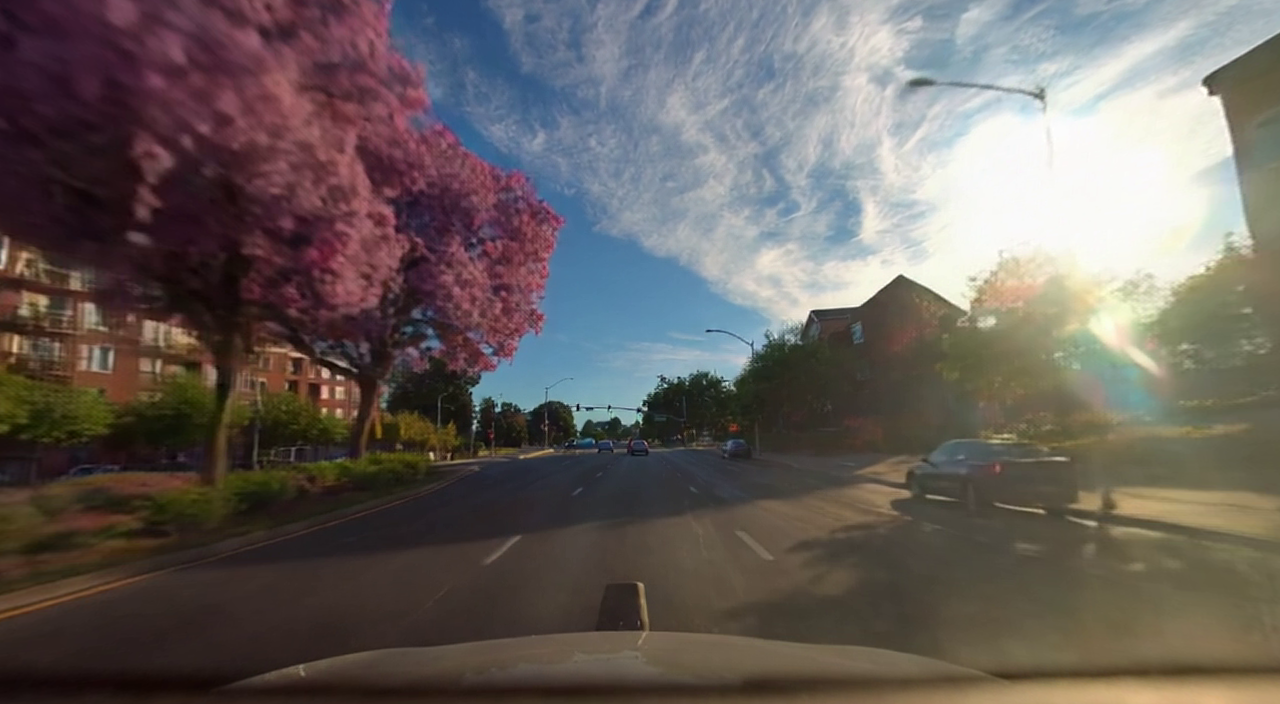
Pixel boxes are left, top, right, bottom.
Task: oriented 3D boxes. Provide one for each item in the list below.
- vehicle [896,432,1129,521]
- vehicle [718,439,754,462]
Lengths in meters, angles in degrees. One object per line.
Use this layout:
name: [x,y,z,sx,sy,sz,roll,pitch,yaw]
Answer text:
vehicle: [7.063,2.386,12.684,2.032,1.449,4.413,0,-8,1]
vehicle: [7.142,7.363,47.407,1.933,1.580,4.162,0,-8,-1]
